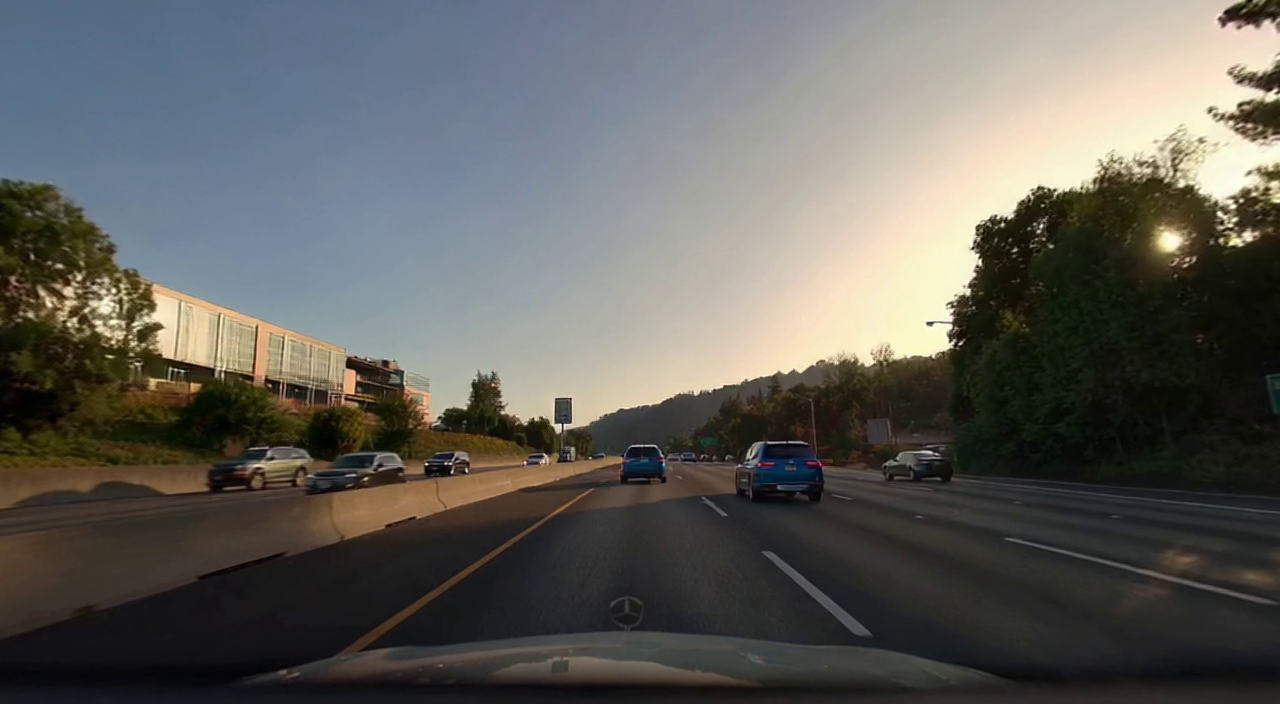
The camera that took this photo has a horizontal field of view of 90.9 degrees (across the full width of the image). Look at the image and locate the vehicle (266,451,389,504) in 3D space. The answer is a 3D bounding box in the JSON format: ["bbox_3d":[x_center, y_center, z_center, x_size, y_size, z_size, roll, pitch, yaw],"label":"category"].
[{"bbox_3d":[-10.904,4.363,22.459,1.978,1.631,4.530,0,-8,1],"label":"vehicle"}]

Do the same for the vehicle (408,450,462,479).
[{"bbox_3d":[-14.333,7.862,44.381,2.018,1.887,5.108,0,-8,1],"label":"vehicle"}]

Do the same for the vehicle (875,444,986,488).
[{"bbox_3d":[11.067,4.345,24.496,1.985,1.503,4.842,0,-8,0],"label":"vehicle"}]

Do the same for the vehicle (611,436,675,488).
[{"bbox_3d":[0.144,4.327,25.108,2.290,1.862,4.454,0,-8,1],"label":"vehicle"}]

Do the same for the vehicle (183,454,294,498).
[{"bbox_3d":[-17.976,5.543,28.558,2.088,1.683,4.436,-2,-8,0],"label":"vehicle"}]

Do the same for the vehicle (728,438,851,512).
[{"bbox_3d":[3.550,2.983,15.802,2.042,1.592,4.047,0,-8,-1],"label":"vehicle"}]
